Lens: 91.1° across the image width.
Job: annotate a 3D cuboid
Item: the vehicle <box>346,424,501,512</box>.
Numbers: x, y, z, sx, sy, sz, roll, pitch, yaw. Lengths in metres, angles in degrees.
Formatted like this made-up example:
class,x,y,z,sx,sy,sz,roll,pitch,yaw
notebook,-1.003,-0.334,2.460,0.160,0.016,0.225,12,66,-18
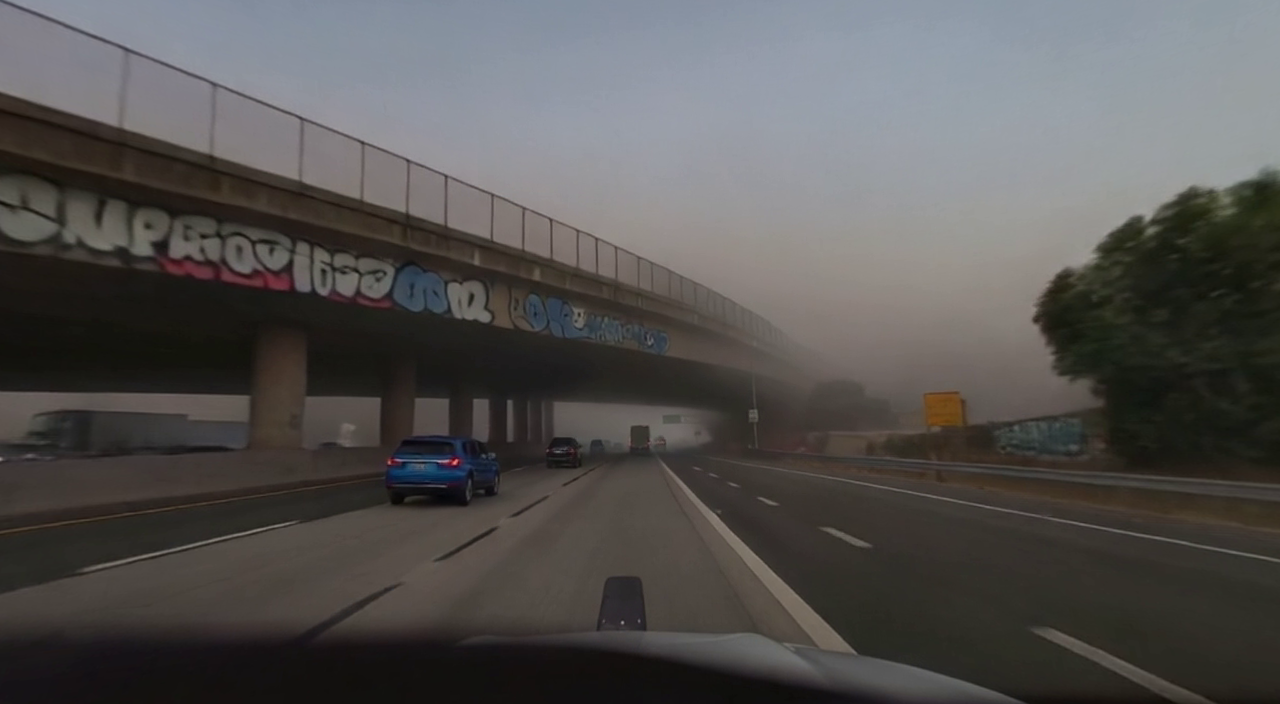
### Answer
class,x,y,z,sx,sy,sz,roll,pitch,yaw
vehicle,-4.532,2.468,13.884,1.969,1.633,3.962,0,-8,0

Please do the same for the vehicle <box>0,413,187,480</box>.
class,x,y,z,sx,sy,sz,roll,pitch,yaw
vehicle,-35.545,6.091,40.859,3.511,3.744,11.340,0,-8,0

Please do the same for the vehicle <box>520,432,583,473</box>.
class,x,y,z,sx,sy,sz,roll,pitch,yaw
vehicle,-3.921,4.545,28.604,2.154,1.693,4.394,0,-8,1

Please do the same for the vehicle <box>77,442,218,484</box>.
class,x,y,z,sx,sy,sz,roll,pitch,yaw
vehicle,-20.335,4.578,26.271,1.856,1.560,5.001,0,-8,-1
